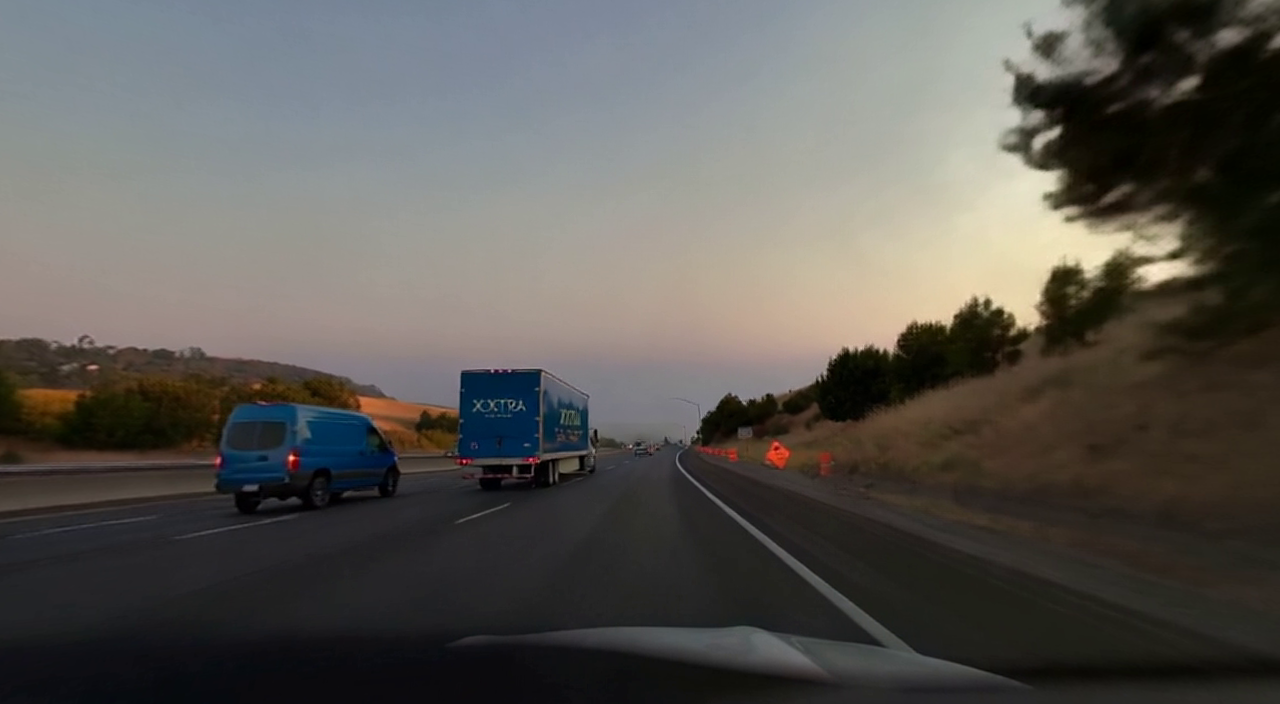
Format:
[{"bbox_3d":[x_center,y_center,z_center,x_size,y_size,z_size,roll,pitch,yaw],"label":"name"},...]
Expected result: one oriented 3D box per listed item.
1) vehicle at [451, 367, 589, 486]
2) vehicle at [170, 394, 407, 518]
[{"bbox_3d":[-4.436,3.192,26.053,3.183,4.011,9.617,0,-8,4],"label":"vehicle"},{"bbox_3d":[-8.609,2.636,16.427,2.469,2.615,5.874,0,-8,3],"label":"vehicle"}]
